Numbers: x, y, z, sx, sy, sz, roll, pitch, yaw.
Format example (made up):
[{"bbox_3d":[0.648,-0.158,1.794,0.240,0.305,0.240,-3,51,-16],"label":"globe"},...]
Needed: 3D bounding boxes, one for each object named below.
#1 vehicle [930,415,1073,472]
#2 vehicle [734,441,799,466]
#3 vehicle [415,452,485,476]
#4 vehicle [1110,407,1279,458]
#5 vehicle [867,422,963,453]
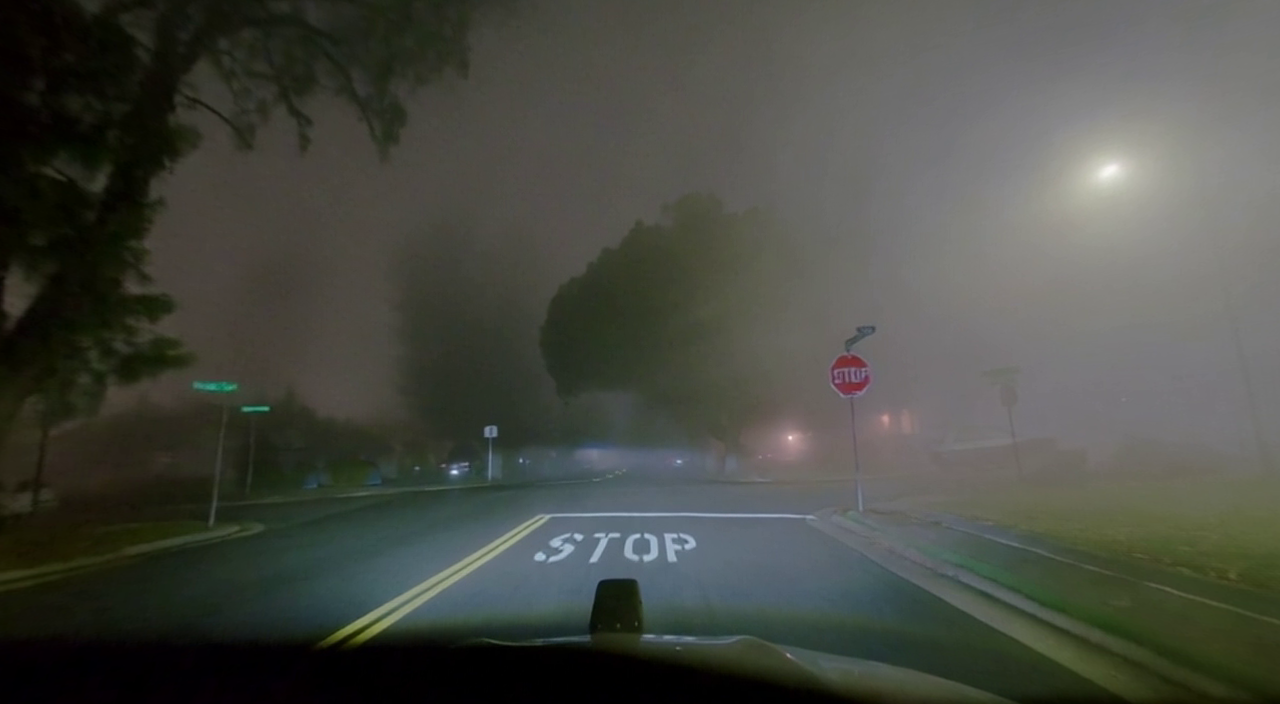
[{"bbox_3d":[15.161,3.849,26.597,4.788,1.875,2.148,1,-19,-15],"label":"vehicle"},{"bbox_3d":[9.649,7.768,48.134,4.399,1.537,1.859,4,-19,-21],"label":"vehicle"},{"bbox_3d":[-12.140,7.165,40.505,3.937,1.390,1.644,0,-7,0],"label":"vehicle"},{"bbox_3d":[17.593,2.557,20.020,4.682,1.483,1.917,2,-9,-20],"label":"vehicle"},{"bbox_3d":[15.084,4.750,34.918,1.960,1.584,4.669,3,-9,-23],"label":"vehicle"}]
